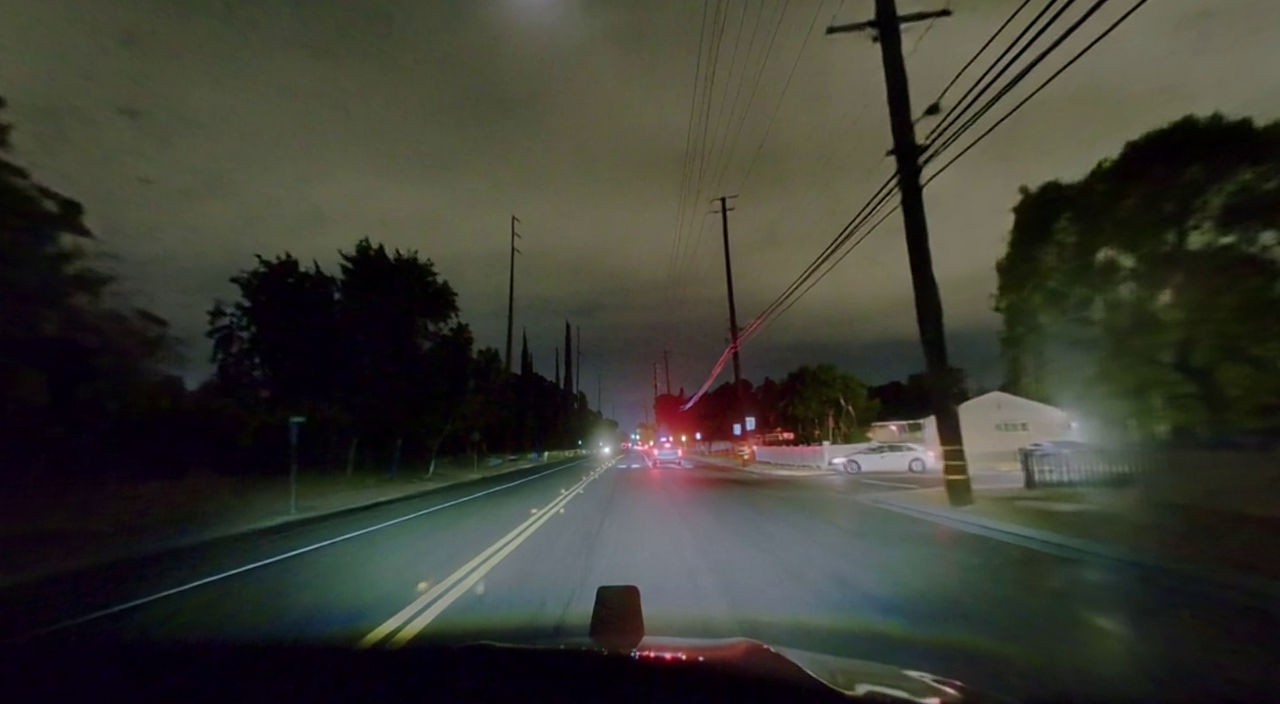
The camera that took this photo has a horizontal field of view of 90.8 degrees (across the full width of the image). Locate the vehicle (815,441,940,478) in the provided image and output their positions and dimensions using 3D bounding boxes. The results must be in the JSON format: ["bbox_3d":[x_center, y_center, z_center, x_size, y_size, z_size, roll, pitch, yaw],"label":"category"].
[{"bbox_3d":[10.007,4.548,26.850,4.511,1.473,1.962,0,-8,-2],"label":"vehicle"}]

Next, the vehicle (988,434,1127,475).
[{"bbox_3d":[18.064,4.464,27.499,4.566,1.691,1.996,0,-9,0],"label":"vehicle"}]

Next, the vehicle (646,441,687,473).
[{"bbox_3d":[1.303,5.378,32.497,1.975,1.497,3.647,0,-9,0],"label":"vehicle"}]

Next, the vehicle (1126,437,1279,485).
[{"bbox_3d":[19.359,3.556,20.800,4.869,1.477,2.076,-1,-9,2],"label":"vehicle"}]
